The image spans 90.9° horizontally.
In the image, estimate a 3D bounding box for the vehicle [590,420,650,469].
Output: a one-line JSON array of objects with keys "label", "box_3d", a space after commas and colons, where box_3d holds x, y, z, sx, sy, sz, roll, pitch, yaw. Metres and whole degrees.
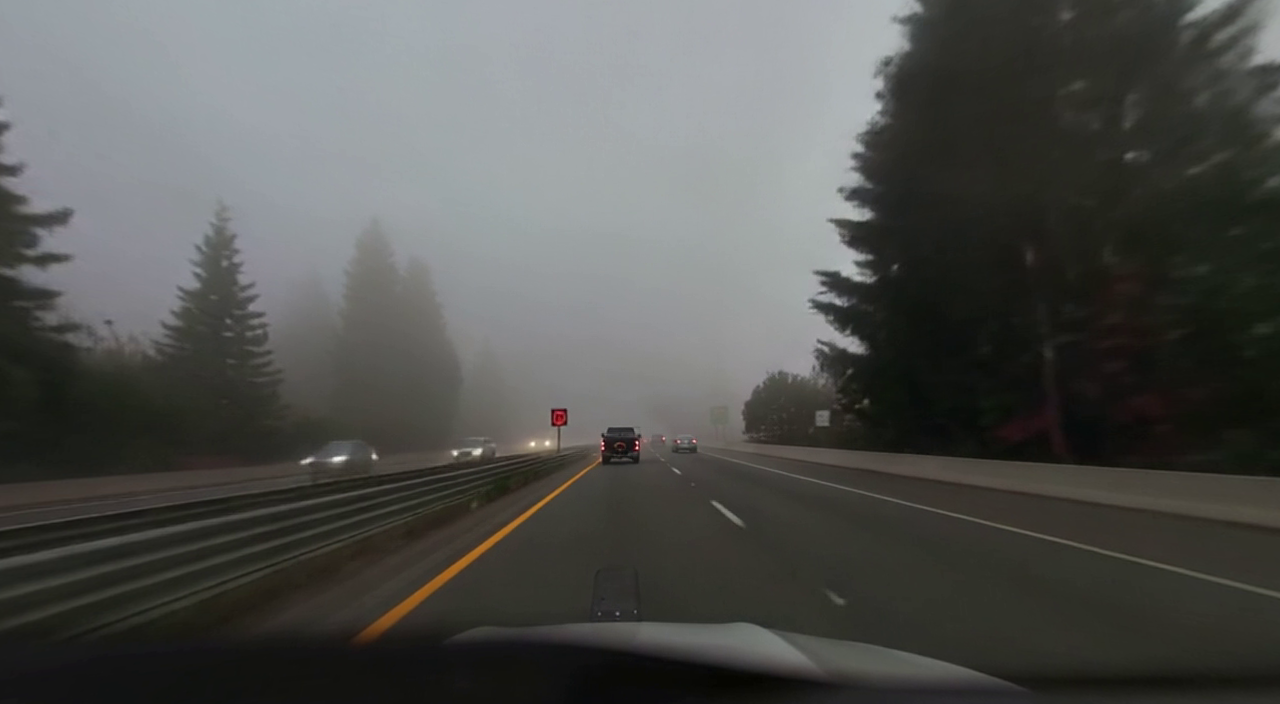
[{"label": "vehicle", "box_3d": [-0.905, 4.219, 28.951, 2.503, 2.044, 4.633, 0, -8, -1]}]

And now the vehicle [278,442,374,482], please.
[{"label": "vehicle", "box_3d": [-13.486, 4.712, 27.362, 2.098, 1.554, 4.068, 0, -8, -1]}]

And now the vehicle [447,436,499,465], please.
[{"label": "vehicle", "box_3d": [-9.641, 5.687, 36.673, 1.939, 1.568, 4.109, 0, -8, 0]}]
